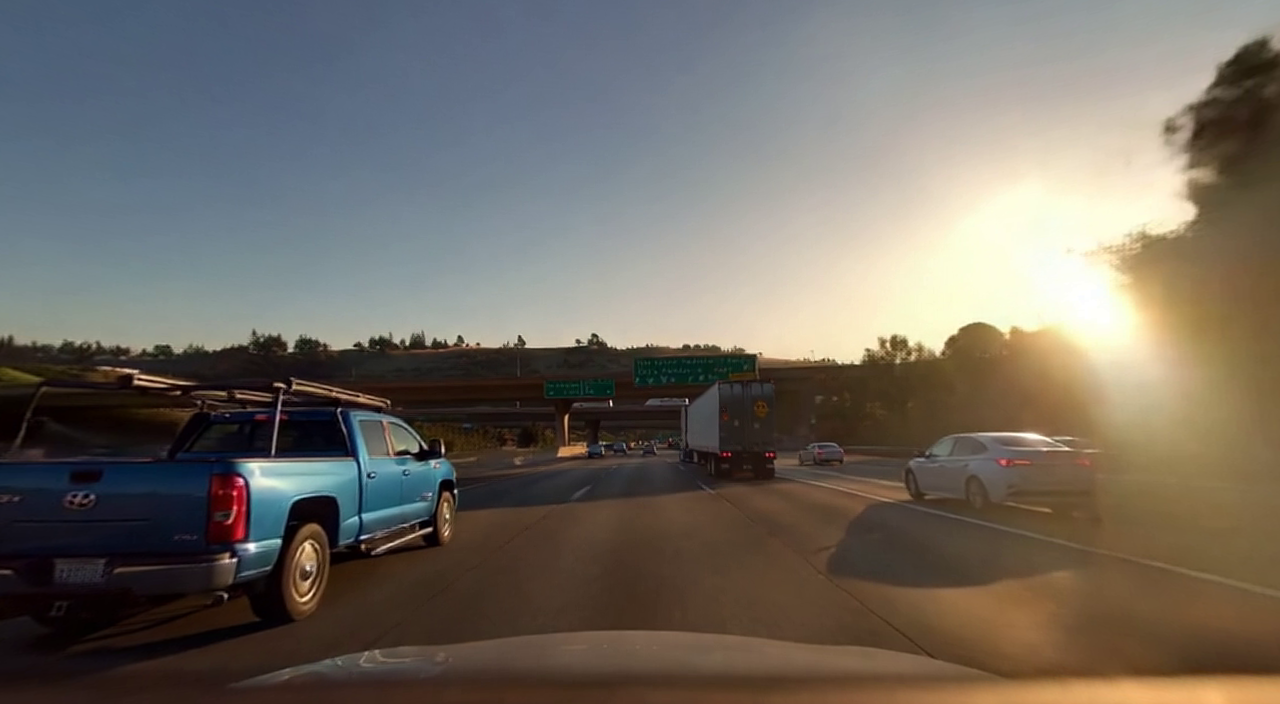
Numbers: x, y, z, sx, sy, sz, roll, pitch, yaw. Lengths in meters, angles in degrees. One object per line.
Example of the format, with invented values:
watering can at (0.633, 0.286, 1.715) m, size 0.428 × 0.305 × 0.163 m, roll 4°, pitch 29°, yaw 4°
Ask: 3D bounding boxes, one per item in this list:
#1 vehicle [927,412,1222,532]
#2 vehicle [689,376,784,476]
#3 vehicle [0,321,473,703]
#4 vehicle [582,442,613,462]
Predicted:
vehicle at (7.301, 2.064, 11.416) m, size 1.999 × 1.700 × 4.640 m, roll 0°, pitch -9°, yaw 0°
vehicle at (4.399, 3.963, 32.133) m, size 2.885 × 4.036 × 12.891 m, roll 0°, pitch -8°, yaw 0°
vehicle at (-3.910, 1.310, 6.582) m, size 2.599 × 2.054 × 6.288 m, roll 0°, pitch -8°, yaw 0°
vehicle at (-3.223, 7.752, 48.943) m, size 2.077 × 1.446 × 4.106 m, roll 0°, pitch -8°, yaw 1°
